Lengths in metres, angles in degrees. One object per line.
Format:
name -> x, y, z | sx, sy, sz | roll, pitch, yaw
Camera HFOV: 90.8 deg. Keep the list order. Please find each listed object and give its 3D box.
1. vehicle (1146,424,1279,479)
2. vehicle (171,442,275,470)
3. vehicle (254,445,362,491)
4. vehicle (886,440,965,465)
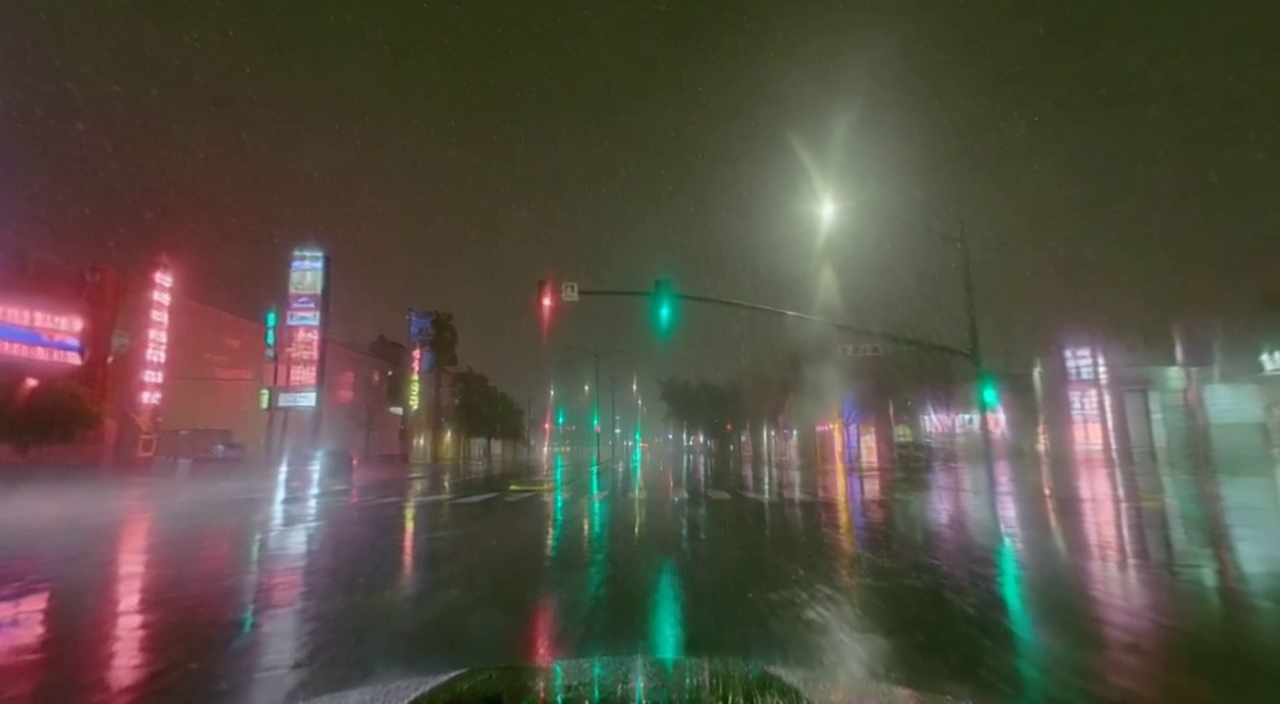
vehicle -> 20.879, 3.321, 21.234 | 5.587, 1.689, 2.605 | 0, -9, -3
vehicle -> -29.887, 7.465, 45.452 | 5.712, 1.863, 2.422 | 0, -8, 0
vehicle -> -12.955, 4.524, 25.032 | 1.892, 1.639, 4.311 | 0, -8, 0
vehicle -> 19.775, 6.968, 43.928 | 4.468, 1.635, 2.017 | 0, -8, -3
